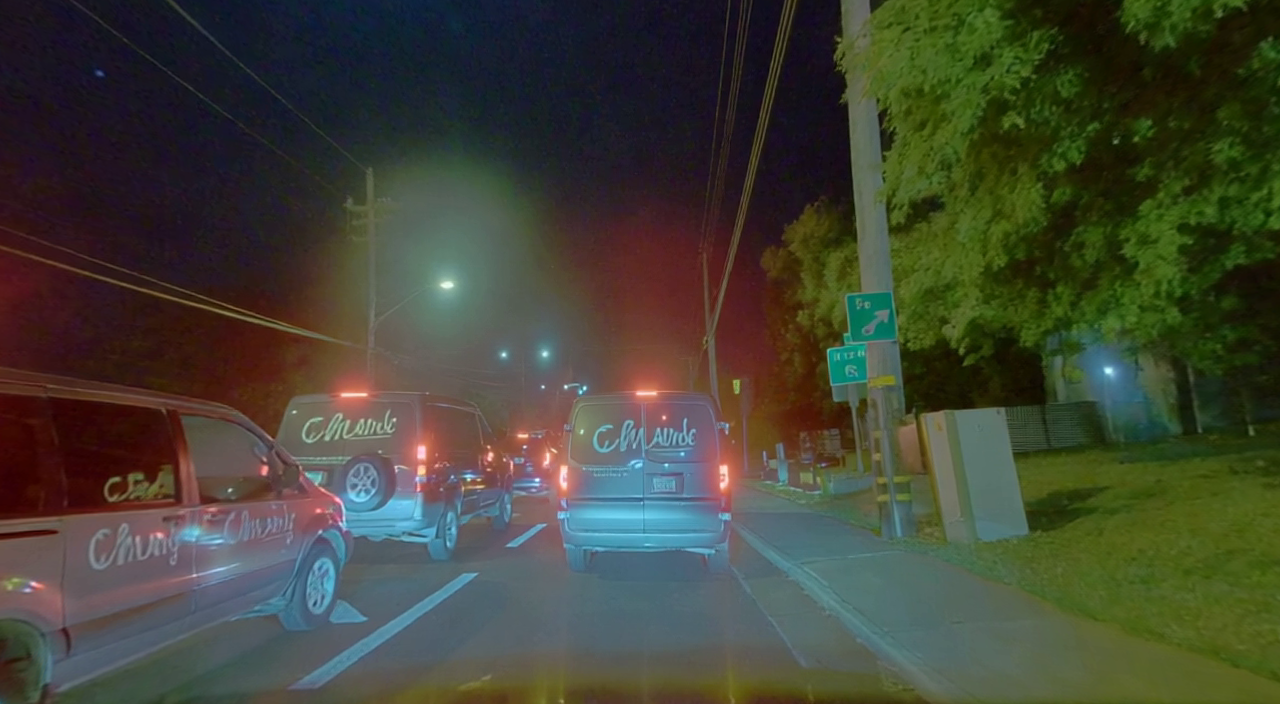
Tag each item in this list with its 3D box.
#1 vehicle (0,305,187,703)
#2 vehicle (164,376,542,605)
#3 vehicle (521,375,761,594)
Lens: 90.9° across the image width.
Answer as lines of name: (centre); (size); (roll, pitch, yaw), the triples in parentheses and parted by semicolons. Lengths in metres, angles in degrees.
vehicle: (-3.165, 0.502, 0.247); (2.160, 1.796, 4.997); (0, -8, 1)
vehicle: (-2.745, 1.480, 7.618); (2.109, 1.851, 4.749); (-1, -8, 3)
vehicle: (0.112, 1.468, 7.693); (2.117, 1.911, 4.095); (-1, -8, 3)
